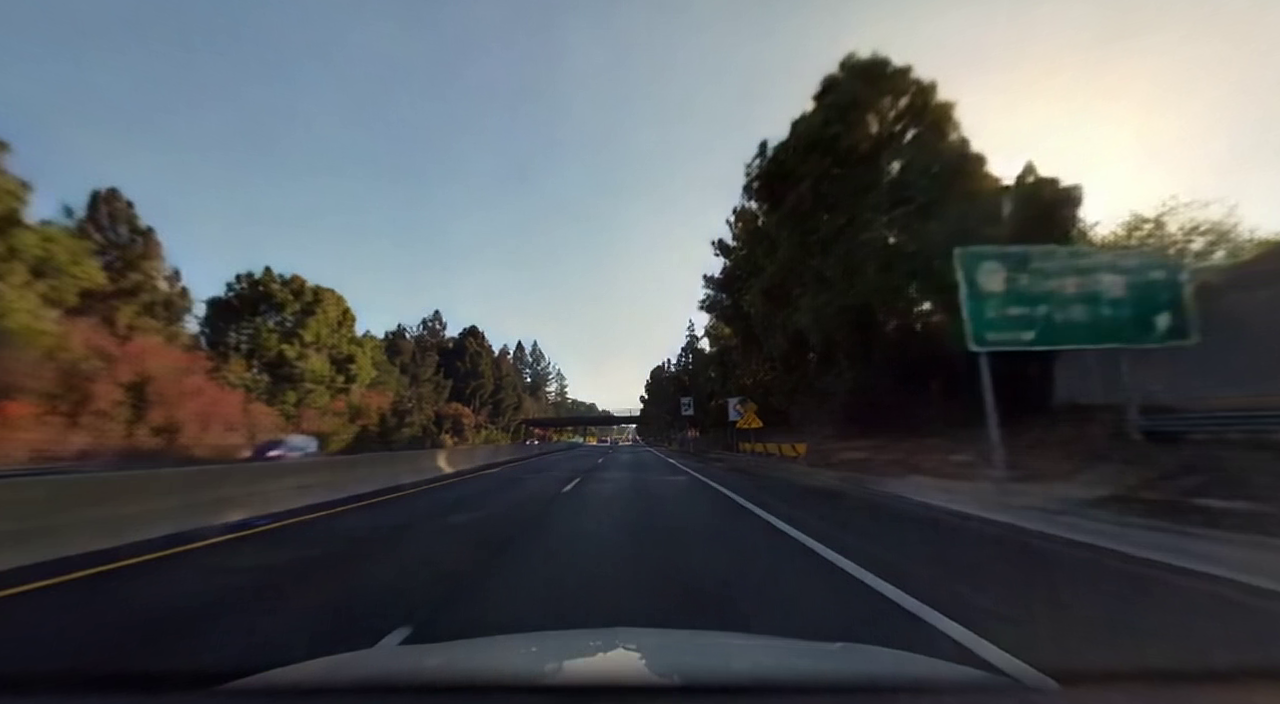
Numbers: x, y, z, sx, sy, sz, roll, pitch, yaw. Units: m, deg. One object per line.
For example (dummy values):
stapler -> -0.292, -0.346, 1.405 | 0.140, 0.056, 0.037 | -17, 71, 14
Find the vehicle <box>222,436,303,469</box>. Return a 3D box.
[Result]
vehicle -> -17.563, 4.684, 29.538 | 1.617, 1.424, 3.539 | 0, -8, -1
